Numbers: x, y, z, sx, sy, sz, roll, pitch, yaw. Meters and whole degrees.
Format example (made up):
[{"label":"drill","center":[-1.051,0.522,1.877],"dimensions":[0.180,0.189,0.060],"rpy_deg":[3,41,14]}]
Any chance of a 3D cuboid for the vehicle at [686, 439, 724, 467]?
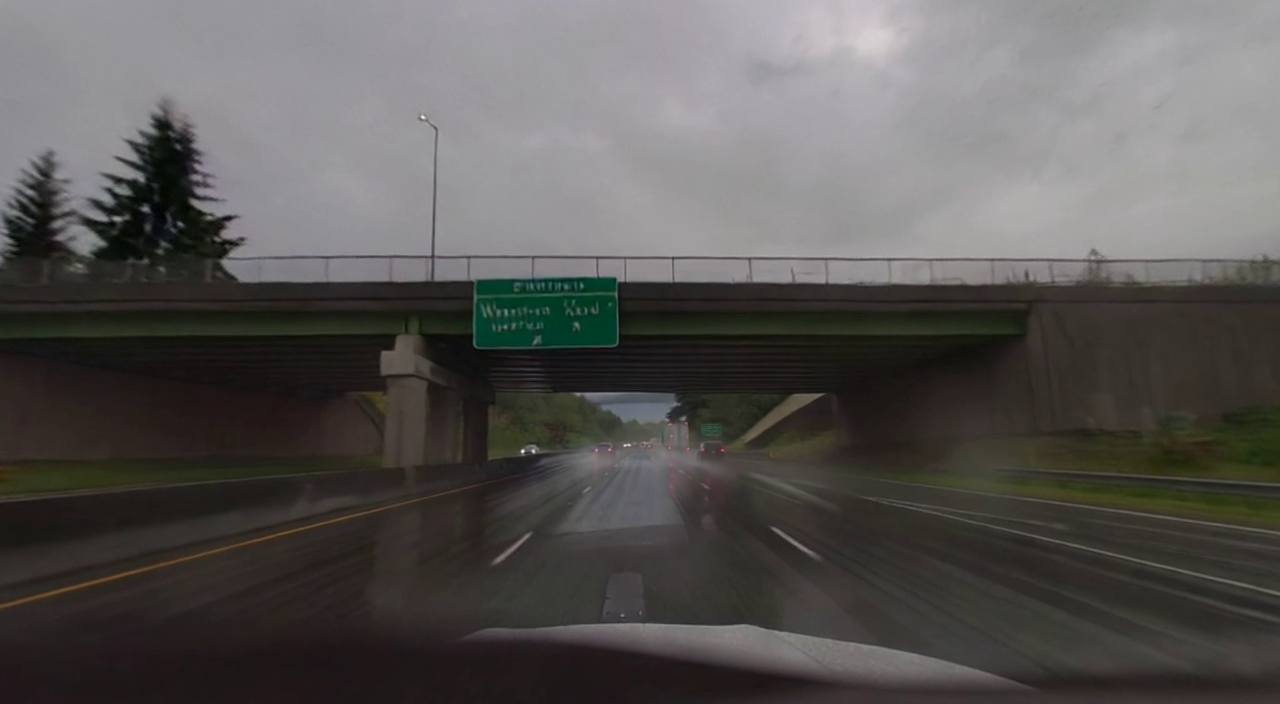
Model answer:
[{"label":"vehicle","center":[4.639,7.260,45.519],"dimensions":[2.100,1.889,4.969],"rpy_deg":[0,-9,-1]}]
